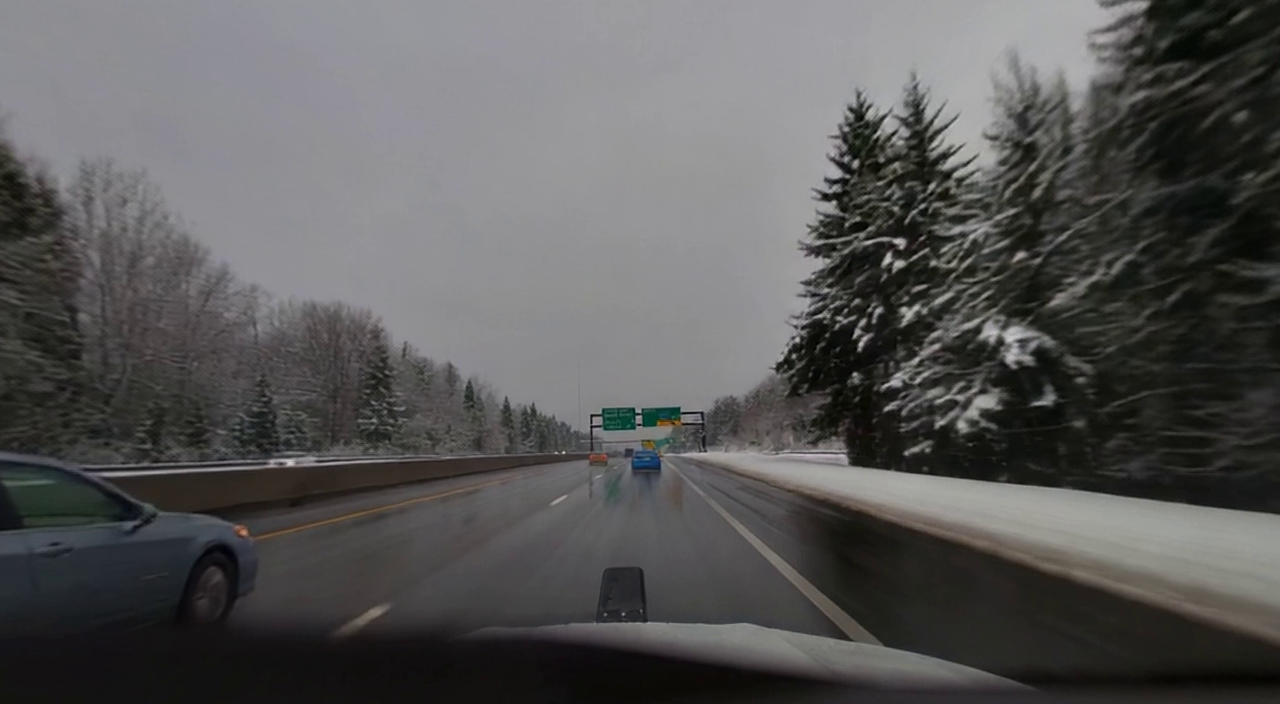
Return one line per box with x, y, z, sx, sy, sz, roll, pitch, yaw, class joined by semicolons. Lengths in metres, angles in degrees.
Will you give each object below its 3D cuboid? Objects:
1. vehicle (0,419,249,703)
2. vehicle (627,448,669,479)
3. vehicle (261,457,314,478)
-3.900;0.983;2.421;2.062;1.474;4.151;0;-9;1;vehicle
0.413;5.590;31.834;2.002;1.449;3.612;0;-9;0;vehicle
-26.055;8.518;46.725;1.807;1.484;3.871;0;-9;-2;vehicle
